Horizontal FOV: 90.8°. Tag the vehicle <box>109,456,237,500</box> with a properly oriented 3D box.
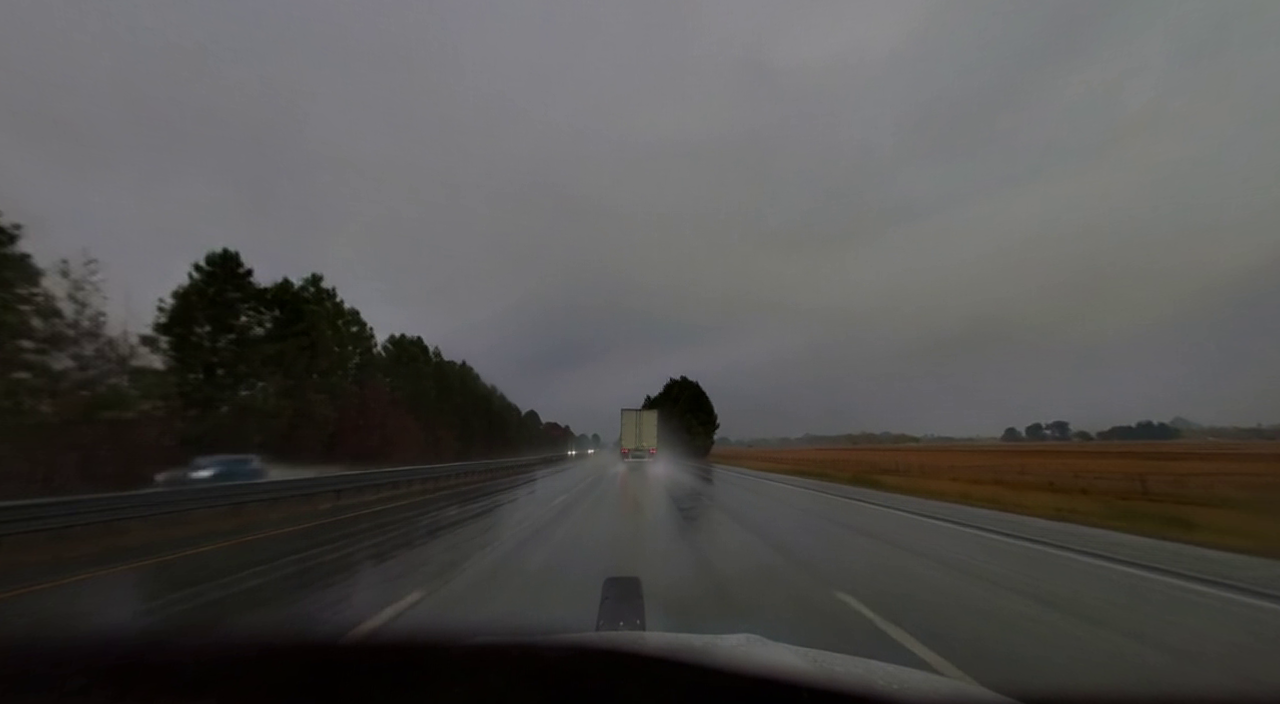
[{"bbox_3d":[-17.095,4.595,23.368,1.716,1.459,3.920,0,-9,0],"label":"vehicle"}]
